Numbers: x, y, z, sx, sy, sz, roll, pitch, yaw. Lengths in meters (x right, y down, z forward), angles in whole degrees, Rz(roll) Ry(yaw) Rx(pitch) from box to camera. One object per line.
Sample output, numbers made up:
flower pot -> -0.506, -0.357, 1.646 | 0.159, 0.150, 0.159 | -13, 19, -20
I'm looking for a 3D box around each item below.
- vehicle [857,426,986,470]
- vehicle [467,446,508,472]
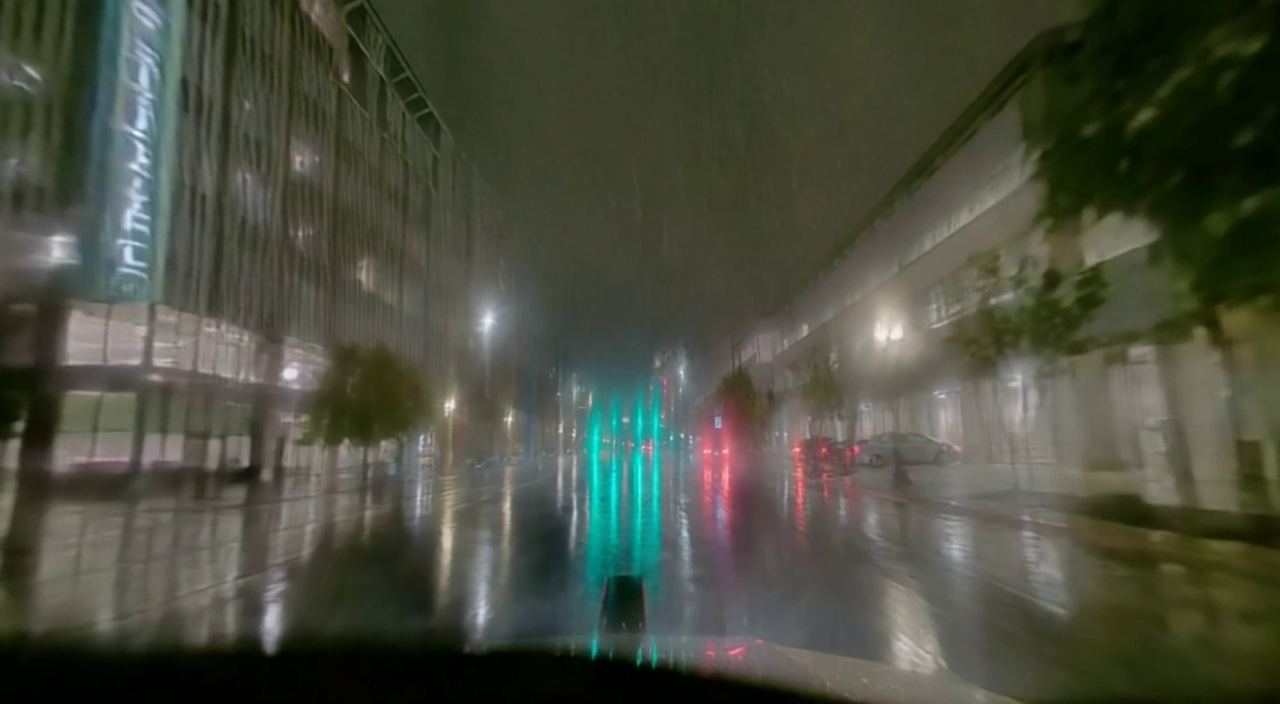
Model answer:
vehicle -> 13.120, 4.514, 29.552 | 5.015, 1.934, 2.150 | -1, -8, 3
vehicle -> -11.701, 8.184, 48.478 | 1.979, 1.759, 4.435 | -4, -8, 1
